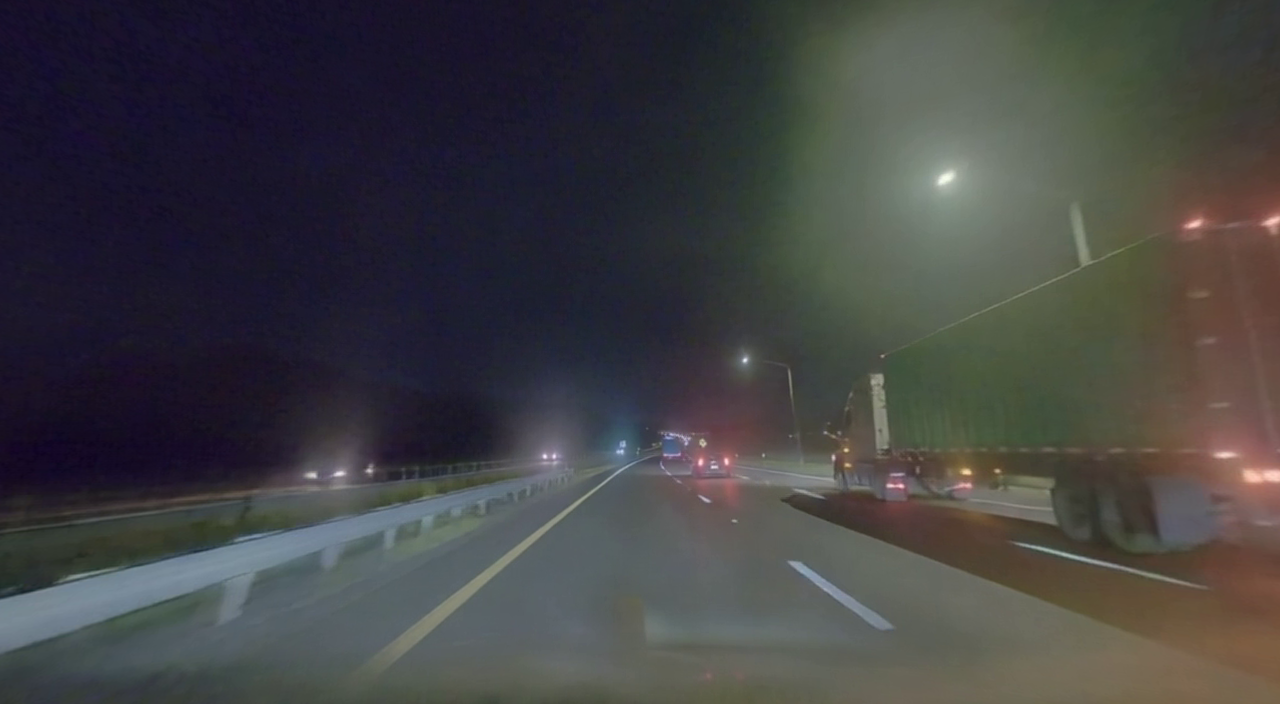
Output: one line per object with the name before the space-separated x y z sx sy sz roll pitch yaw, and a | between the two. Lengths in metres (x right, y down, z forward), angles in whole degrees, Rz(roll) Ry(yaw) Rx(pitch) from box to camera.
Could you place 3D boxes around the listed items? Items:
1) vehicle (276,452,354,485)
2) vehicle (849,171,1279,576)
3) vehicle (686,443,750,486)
vehicle | -15.430 5.536 30.060 1.795 1.421 3.668 0 -9 0
vehicle | 7.875 1.078 11.951 2.907 4.042 13.858 0 -9 -1
vehicle | 3.042 4.495 25.325 2.024 1.579 3.707 0 -9 -1
